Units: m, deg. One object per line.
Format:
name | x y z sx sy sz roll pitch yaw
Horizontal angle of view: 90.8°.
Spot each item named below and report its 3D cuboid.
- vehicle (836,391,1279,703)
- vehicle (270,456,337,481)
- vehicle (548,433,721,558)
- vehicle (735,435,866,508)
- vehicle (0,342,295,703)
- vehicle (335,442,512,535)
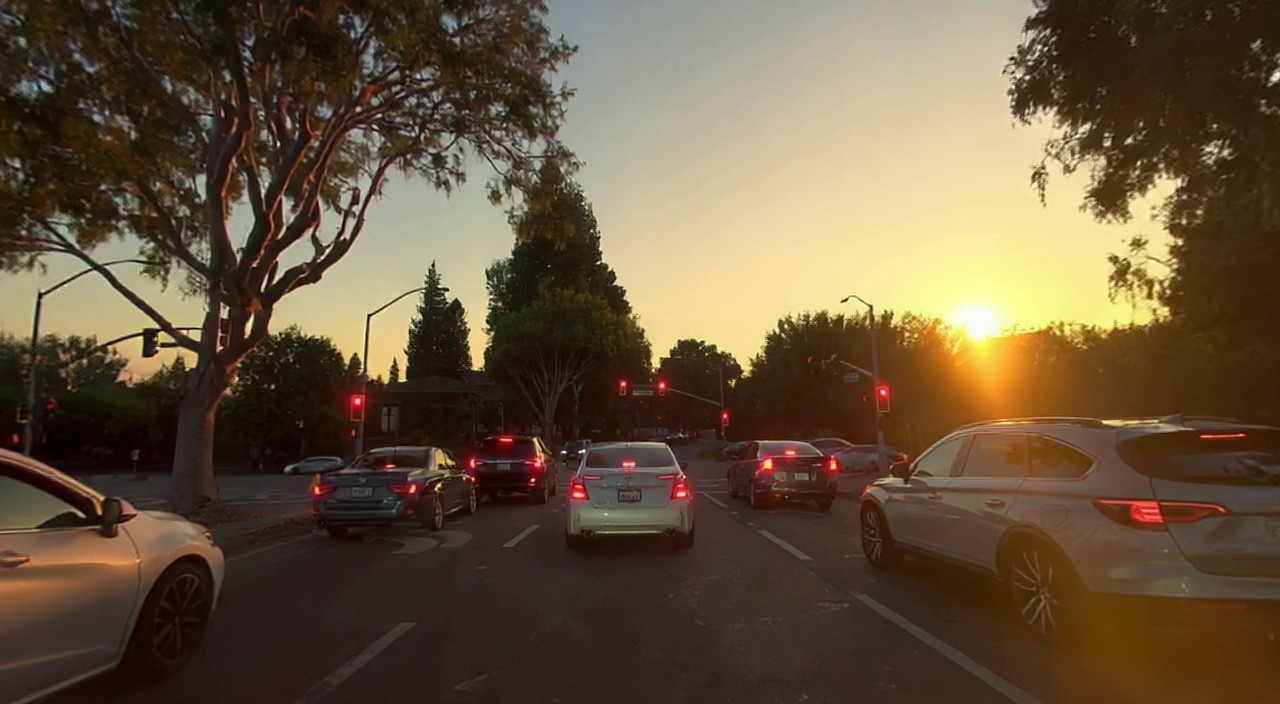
vehicle | 3.393 1.306 5.421 1.933 1.564 4.600 0 -8 0
vehicle | -22.503 7.752 42.208 4.368 1.469 1.761 -5 -9 28
vehicle | -0.076 2.006 9.586 2.061 1.470 3.970 0 -8 0
vehicle | 3.642 2.781 15.250 1.922 1.472 4.440 0 -8 -1
vehicle | -3.655 0.843 2.536 2.047 1.764 4.369 0 -8 0
vehicle | -3.912 2.501 12.333 1.919 1.459 4.371 0 -8 0
